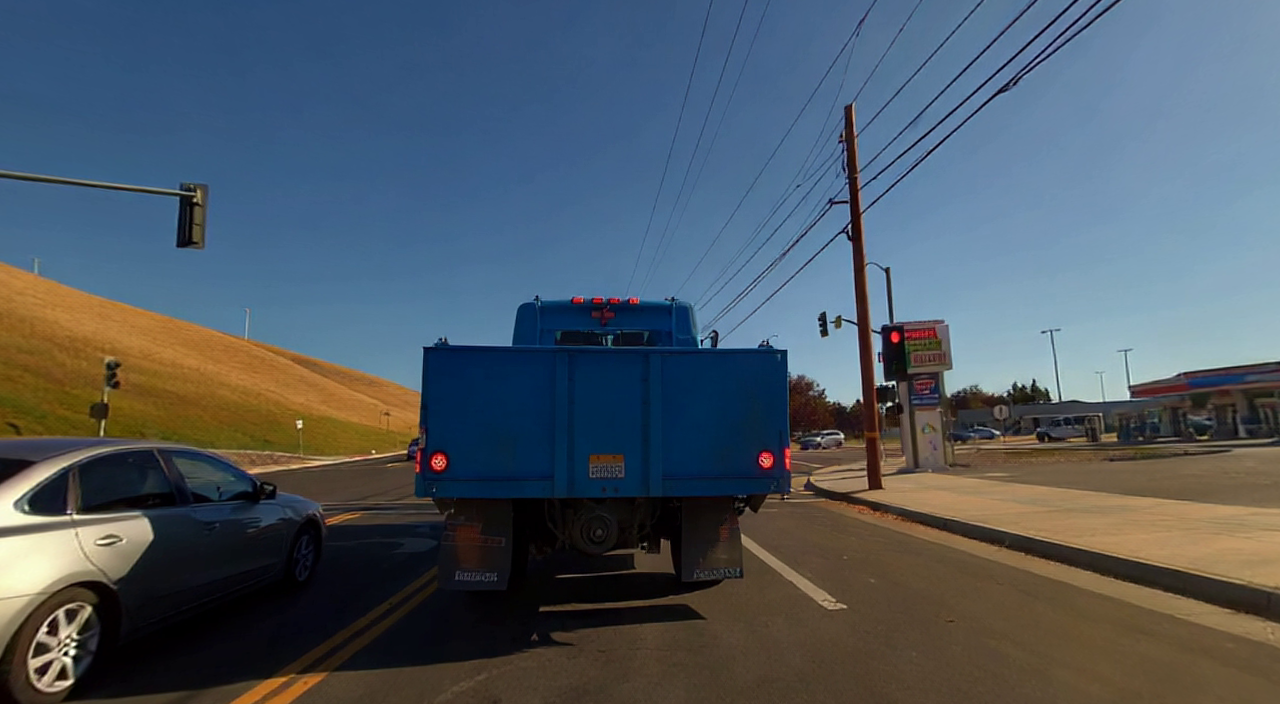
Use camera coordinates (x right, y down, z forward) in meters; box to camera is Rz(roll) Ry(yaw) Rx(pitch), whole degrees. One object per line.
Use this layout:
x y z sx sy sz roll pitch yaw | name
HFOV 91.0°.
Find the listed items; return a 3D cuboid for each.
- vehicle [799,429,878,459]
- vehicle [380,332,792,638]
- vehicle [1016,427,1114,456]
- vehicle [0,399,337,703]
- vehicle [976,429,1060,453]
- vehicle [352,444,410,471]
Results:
14.200 6.555 44.756 6.346 1.917 2.360 8 -11 -42 | vehicle
-0.429 1.322 7.207 2.859 2.144 5.406 0 -9 -1 | vehicle
25.548 5.394 37.935 4.419 1.496 1.854 -2 -9 1 | vehicle
-3.965 1.188 3.979 2.017 1.555 4.150 -1 -9 0 | vehicle
28.410 6.730 47.421 5.021 1.757 2.012 0 -8 0 | vehicle
-17.138 7.009 41.906 2.133 1.690 4.331 0 -9 -3 | vehicle
